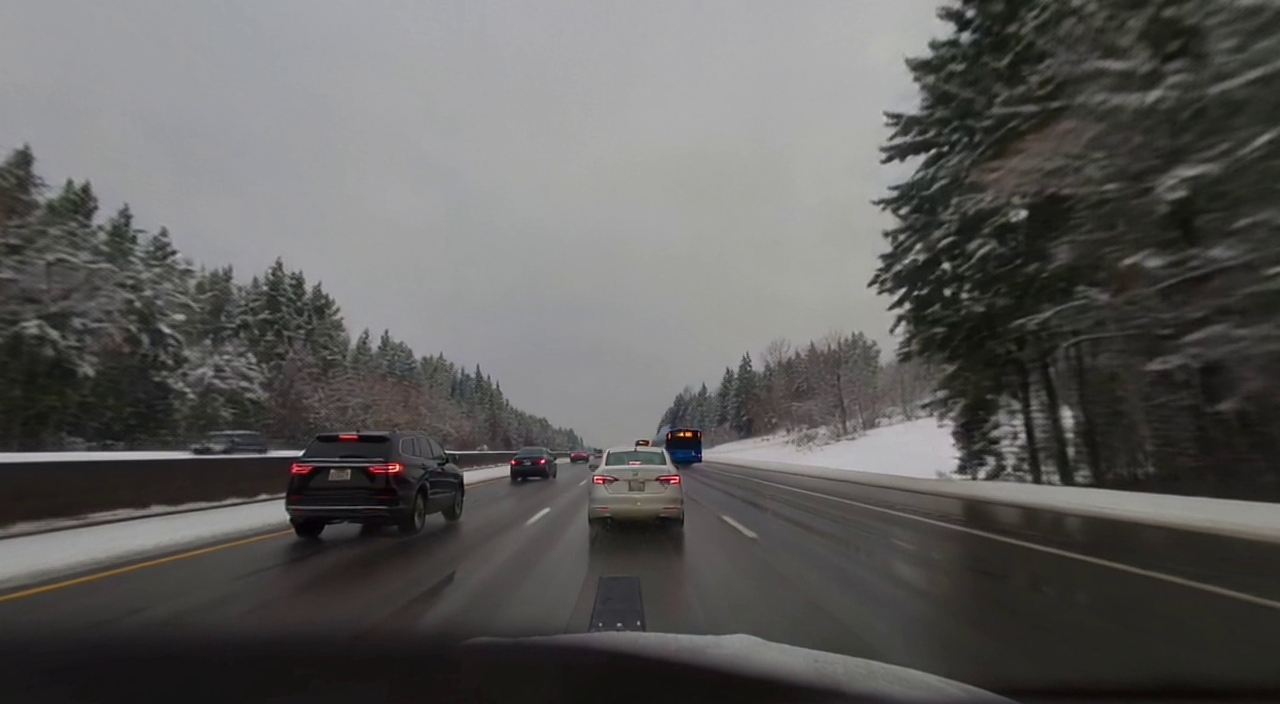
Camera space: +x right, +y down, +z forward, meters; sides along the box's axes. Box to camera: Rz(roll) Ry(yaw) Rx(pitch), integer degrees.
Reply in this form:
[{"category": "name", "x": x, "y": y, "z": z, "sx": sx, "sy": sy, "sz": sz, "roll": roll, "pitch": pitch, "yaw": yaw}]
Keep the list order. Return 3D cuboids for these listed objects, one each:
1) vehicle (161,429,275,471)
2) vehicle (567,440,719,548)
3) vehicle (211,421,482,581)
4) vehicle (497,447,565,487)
[{"category": "vehicle", "x": -16.452, "y": 3.858, "z": 24.828, "sx": 1.860, "sy": 1.508, "sz": 3.854, "roll": 0, "pitch": -9, "yaw": -2}, {"category": "vehicle", "x": -0.024, "y": 2.317, "z": 10.955, "sx": 2.120, "sy": 1.478, "sz": 4.179, "roll": 0, "pitch": -9, "yaw": -2}, {"category": "vehicle", "x": -3.683, "y": 1.927, "z": 8.916, "sx": 1.830, "sy": 1.703, "sz": 4.142, "roll": 0, "pitch": -9, "yaw": 0}, {"category": "vehicle", "x": -4.369, "y": 4.675, "z": 25.902, "sx": 2.122, "sy": 1.491, "sz": 3.800, "roll": 0, "pitch": -9, "yaw": 0}]
